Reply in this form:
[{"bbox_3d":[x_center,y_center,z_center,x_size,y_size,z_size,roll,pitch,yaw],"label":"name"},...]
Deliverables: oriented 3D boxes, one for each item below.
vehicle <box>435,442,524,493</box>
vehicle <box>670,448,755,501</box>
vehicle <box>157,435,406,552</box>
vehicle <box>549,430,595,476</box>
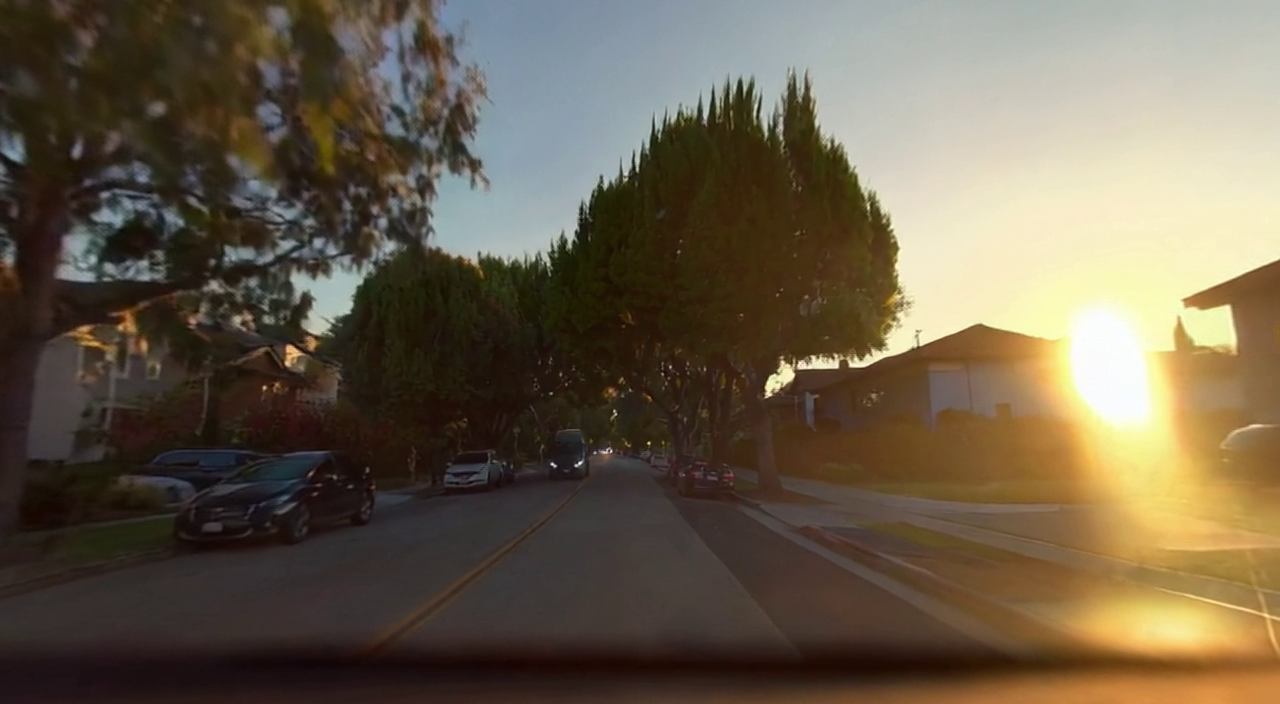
[{"bbox_3d":[-6.512,4.736,26.349,2.265,1.876,5.371,0,-9,0],"label":"vehicle"},{"bbox_3d":[2.179,3.841,20.243,1.996,1.516,4.122,0,-9,-4],"label":"vehicle"},{"bbox_3d":[-6.150,2.444,11.628,2.033,1.721,4.328,0,-9,0],"label":"vehicle"},{"bbox_3d":[-4.377,6.647,41.714,2.469,2.819,6.393,0,-9,-2],"label":"vehicle"}]
